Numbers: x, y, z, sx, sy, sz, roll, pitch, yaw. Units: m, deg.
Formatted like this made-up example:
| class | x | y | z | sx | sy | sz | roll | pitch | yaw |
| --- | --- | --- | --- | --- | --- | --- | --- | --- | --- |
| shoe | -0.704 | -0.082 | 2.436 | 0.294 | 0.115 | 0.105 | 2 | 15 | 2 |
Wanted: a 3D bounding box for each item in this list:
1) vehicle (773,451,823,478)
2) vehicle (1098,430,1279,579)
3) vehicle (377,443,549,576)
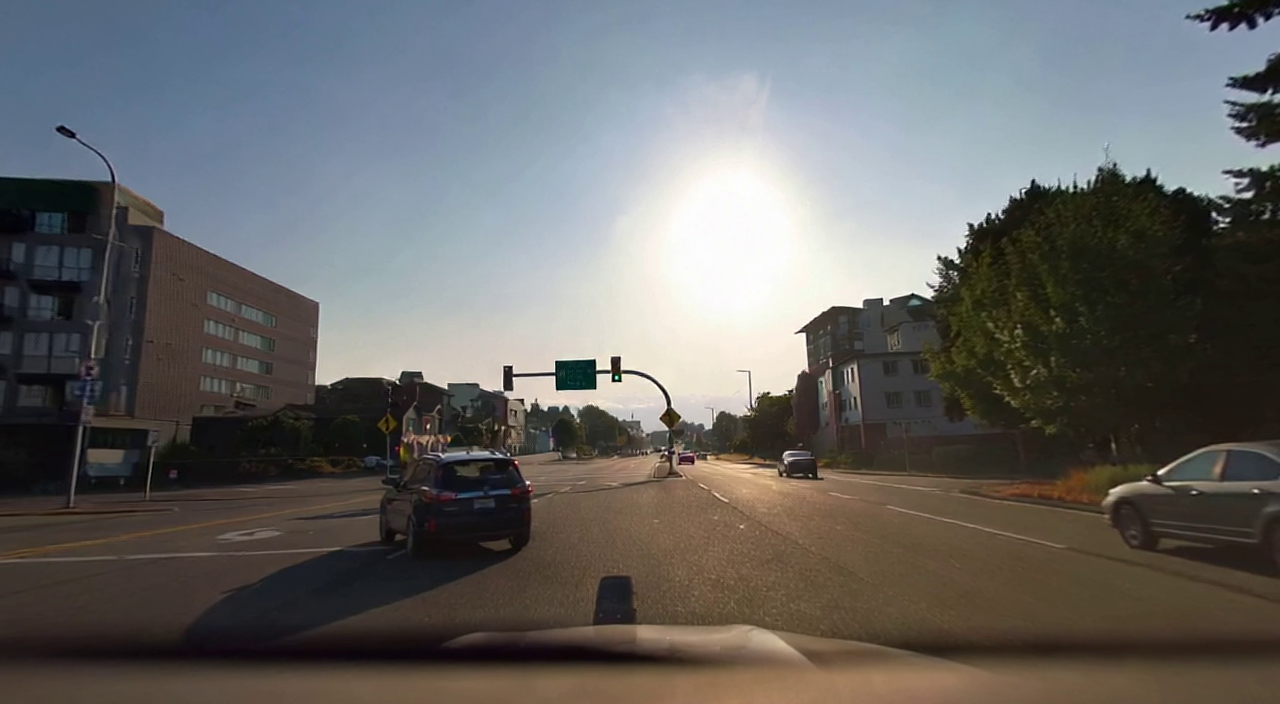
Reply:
| class | x | y | z | sx | sy | sz | roll | pitch | yaw |
| --- | --- | --- | --- | --- | --- | --- | --- | --- | --- |
| vehicle | 9.234 | 6.592 | 37.004 | 1.931 | 1.475 | 4.092 | -1 | -9 | 1 |
| vehicle | 7.901 | 1.708 | 7.247 | 2.007 | 1.586 | 4.210 | -1 | -9 | 0 |
| vehicle | -2.767 | 2.180 | 9.486 | 2.014 | 1.525 | 3.670 | 3 | -9 | -20 |
